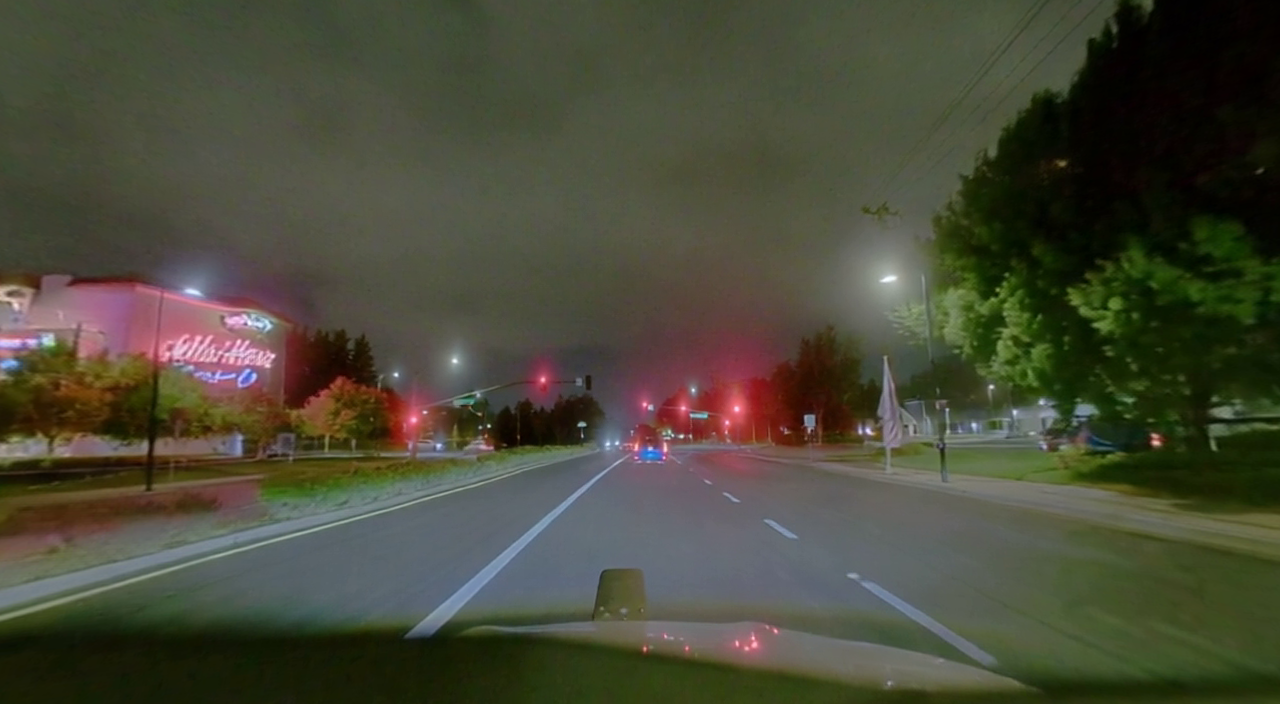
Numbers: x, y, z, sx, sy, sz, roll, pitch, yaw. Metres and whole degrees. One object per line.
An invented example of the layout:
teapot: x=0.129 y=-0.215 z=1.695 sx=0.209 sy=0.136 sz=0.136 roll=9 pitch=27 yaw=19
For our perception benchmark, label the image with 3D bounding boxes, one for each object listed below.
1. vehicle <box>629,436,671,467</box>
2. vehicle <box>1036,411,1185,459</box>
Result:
vehicle: x=0.431 y=5.141 z=32.797 sx=2.028 sy=1.478 sz=4.545 roll=0 pitch=-8 yaw=-1
vehicle: x=23.497 y=4.271 z=32.044 sx=2.647 sy=2.185 sz=6.556 roll=-1 pitch=-8 yaw=2
